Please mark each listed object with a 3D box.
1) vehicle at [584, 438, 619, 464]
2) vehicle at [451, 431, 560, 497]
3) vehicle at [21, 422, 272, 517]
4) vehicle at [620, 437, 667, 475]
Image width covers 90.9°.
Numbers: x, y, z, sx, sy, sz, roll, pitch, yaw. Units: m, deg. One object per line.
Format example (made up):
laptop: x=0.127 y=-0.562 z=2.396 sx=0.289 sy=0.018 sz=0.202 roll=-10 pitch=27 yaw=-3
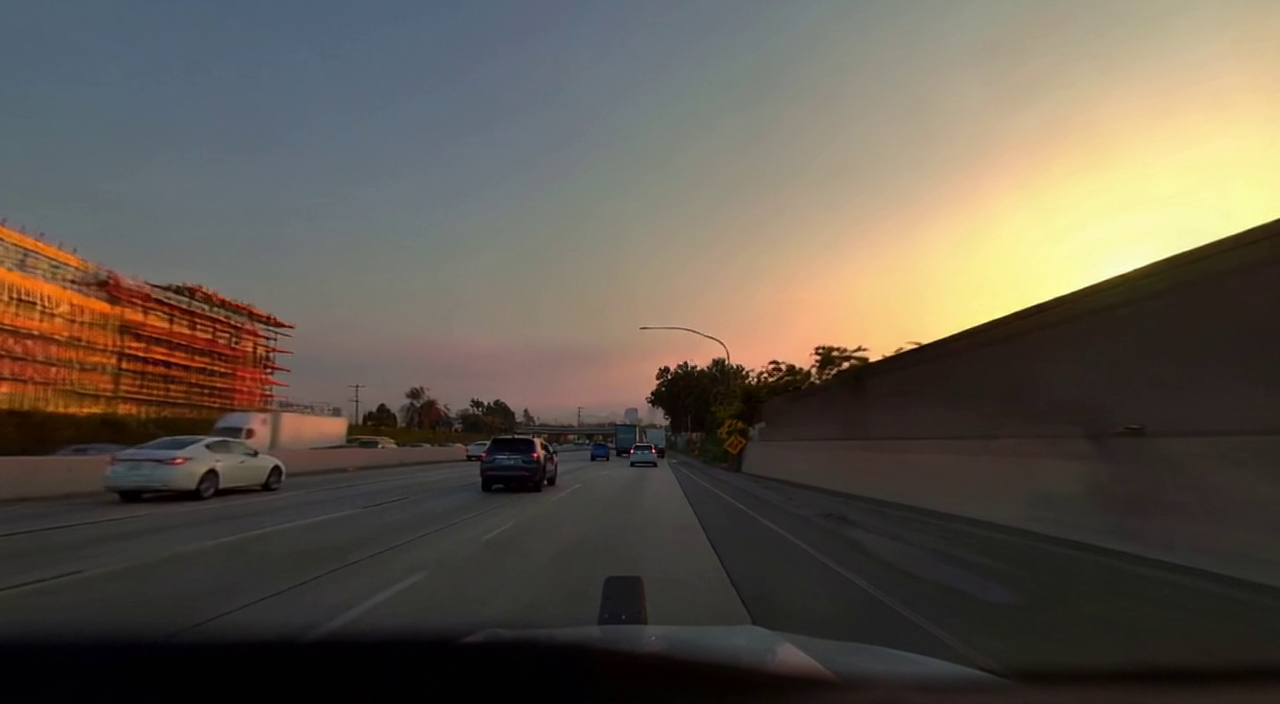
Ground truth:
vehicle: x=-2.949 y=7.740 z=49.463 sx=2.203 sy=1.958 sz=4.848 roll=-1 pitch=-8 yaw=3
vehicle: x=-3.861 y=3.301 z=19.012 sx=2.108 sy=1.740 sz=4.549 roll=-1 pitch=-8 yaw=2
vehicle: x=-10.945 y=2.619 z=14.588 sx=2.007 sy=1.815 sz=4.558 roll=0 pitch=-8 yaw=2
vehicle: x=0.206 y=5.044 z=30.787 sx=2.136 sy=1.678 sz=4.052 roll=0 pitch=-8 yaw=2
